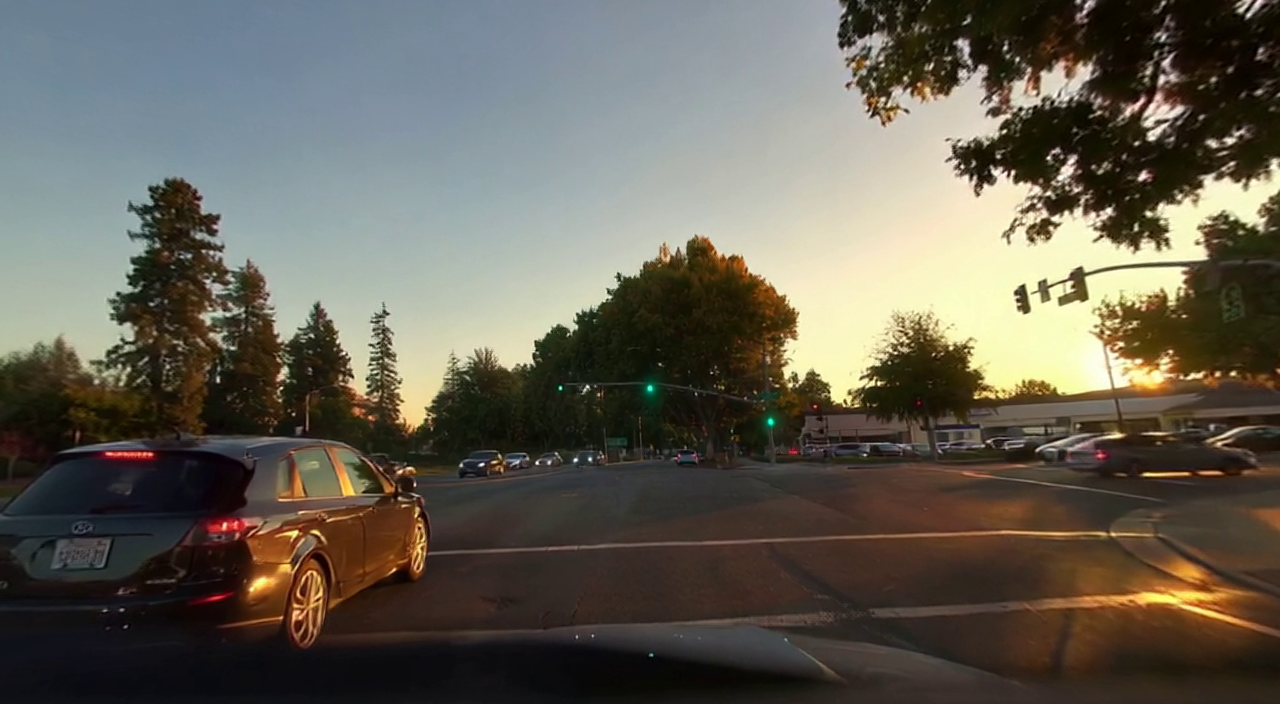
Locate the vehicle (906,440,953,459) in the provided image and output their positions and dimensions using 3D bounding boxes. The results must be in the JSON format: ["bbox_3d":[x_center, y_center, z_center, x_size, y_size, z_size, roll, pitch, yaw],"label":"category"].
[{"bbox_3d":[22.393,7.509,48.611,1.930,1.410,4.313,-8,-12,43],"label":"vehicle"}]

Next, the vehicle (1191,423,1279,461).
[{"bbox_3d":[26.809,3.889,27.228,4.240,1.540,1.944,1,-9,-5],"label":"vehicle"}]

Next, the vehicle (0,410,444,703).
[{"bbox_3d":[-2.893,1.177,3.592,1.924,1.482,4.734,0,-9,1],"label":"vehicle"}]

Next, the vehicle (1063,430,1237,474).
[{"bbox_3d":[17.590,3.481,21.914,4.364,1.450,1.841,0,-9,2],"label":"vehicle"}]

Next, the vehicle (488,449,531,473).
[{"bbox_3d":[-9.758,8.171,47.432,1.905,1.724,4.449,-1,-9,5],"label":"vehicle"}]
